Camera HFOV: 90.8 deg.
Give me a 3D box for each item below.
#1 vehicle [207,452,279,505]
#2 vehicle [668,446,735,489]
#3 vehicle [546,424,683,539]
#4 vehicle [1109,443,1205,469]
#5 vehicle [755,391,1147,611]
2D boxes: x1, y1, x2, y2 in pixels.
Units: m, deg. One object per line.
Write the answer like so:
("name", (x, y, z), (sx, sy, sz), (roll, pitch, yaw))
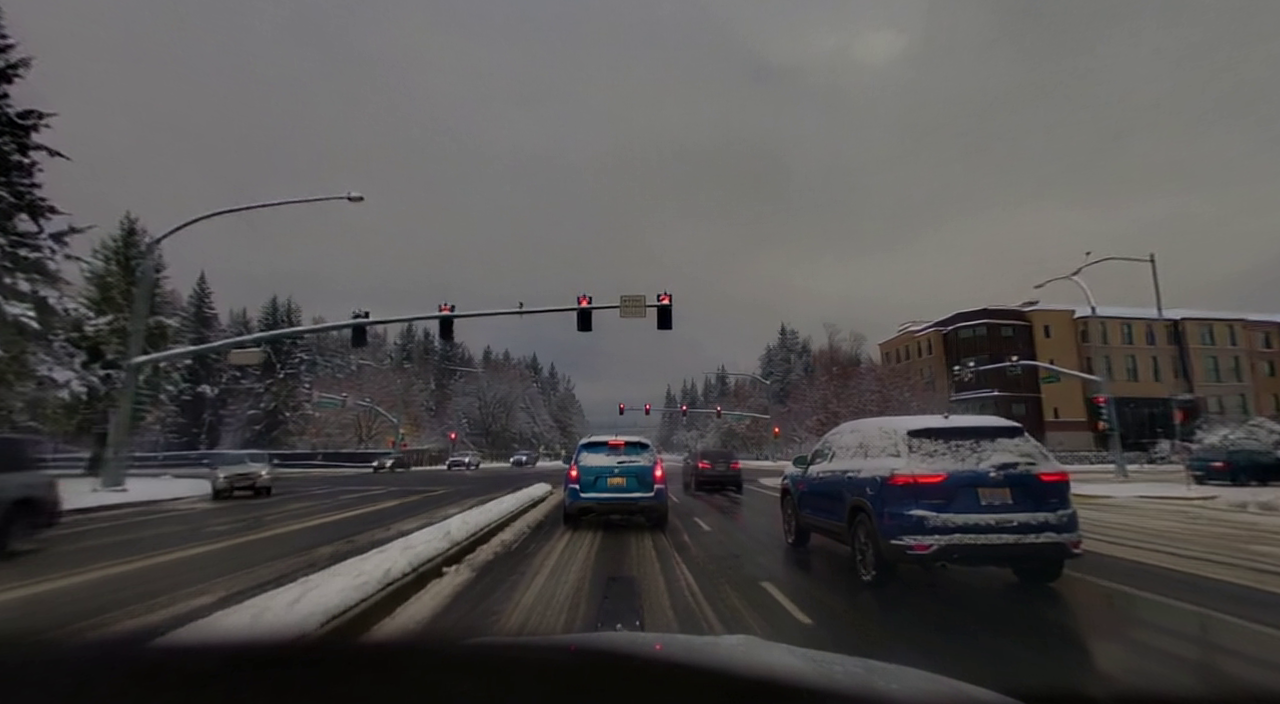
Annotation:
("vehicle", (-15.577, 4.842, 24.733), (2.060, 1.771, 4.802), (5, -10, -33))
("vehicle", (2.228, 4.310, 23.987), (1.900, 1.459, 4.260), (0, -9, -3))
("vehicle", (-0.437, 2.254, 11.575), (2.039, 1.698, 4.144), (0, -9, -2))
("vehicle", (34.265, 6.905, 41.973), (4.498, 1.710, 1.925), (-1, -9, 4))
("vehicle", (2.995, 1.554, 7.492), (2.228, 1.798, 4.370), (0, -9, -3))
